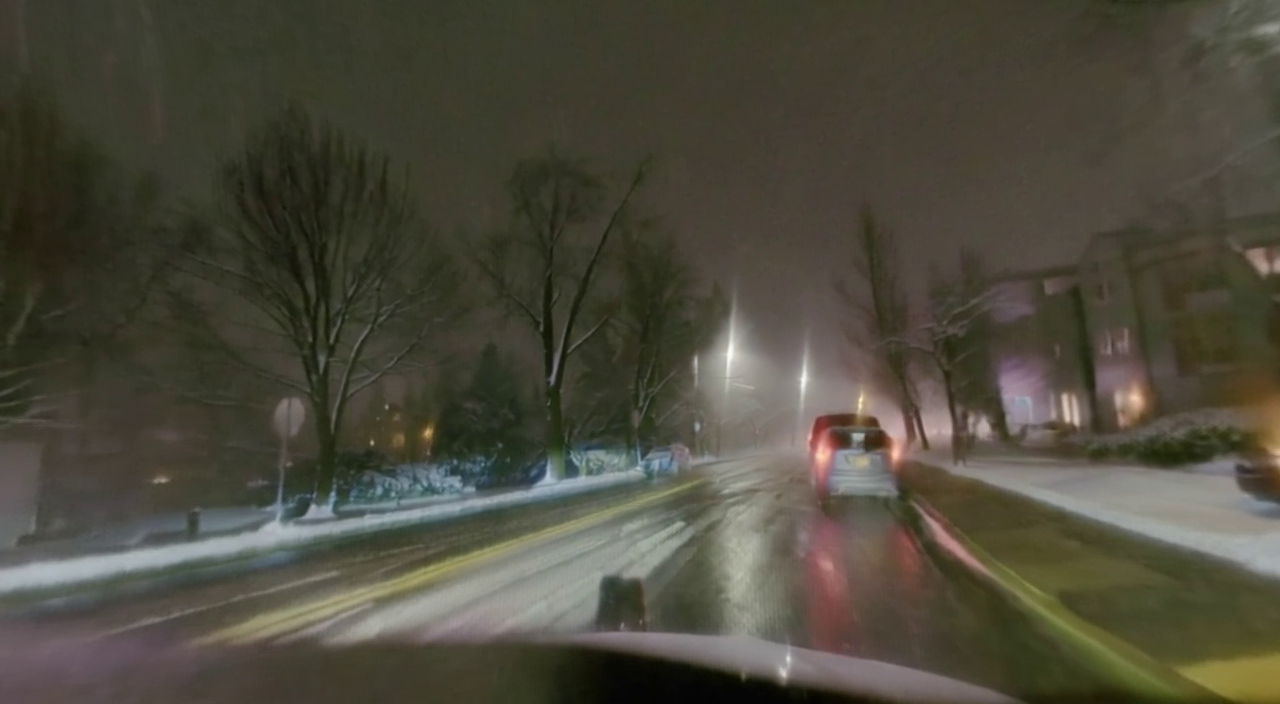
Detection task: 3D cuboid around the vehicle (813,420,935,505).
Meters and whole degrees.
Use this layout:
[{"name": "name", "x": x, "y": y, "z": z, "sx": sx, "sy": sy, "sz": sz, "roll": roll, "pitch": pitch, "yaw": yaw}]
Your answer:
[{"name": "vehicle", "x": 5.278, "y": 2.537, "z": 14.776, "sx": 2.242, "sy": 1.661, "sz": 4.273, "roll": -3, "pitch": -9, "yaw": 15}]

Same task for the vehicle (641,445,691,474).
[{"name": "vehicle", "x": 1.674, "y": 6.542, "z": 38.562, "sx": 2.033, "sy": 1.456, "sz": 4.370, "roll": -9, "pitch": -10, "yaw": 14}]
